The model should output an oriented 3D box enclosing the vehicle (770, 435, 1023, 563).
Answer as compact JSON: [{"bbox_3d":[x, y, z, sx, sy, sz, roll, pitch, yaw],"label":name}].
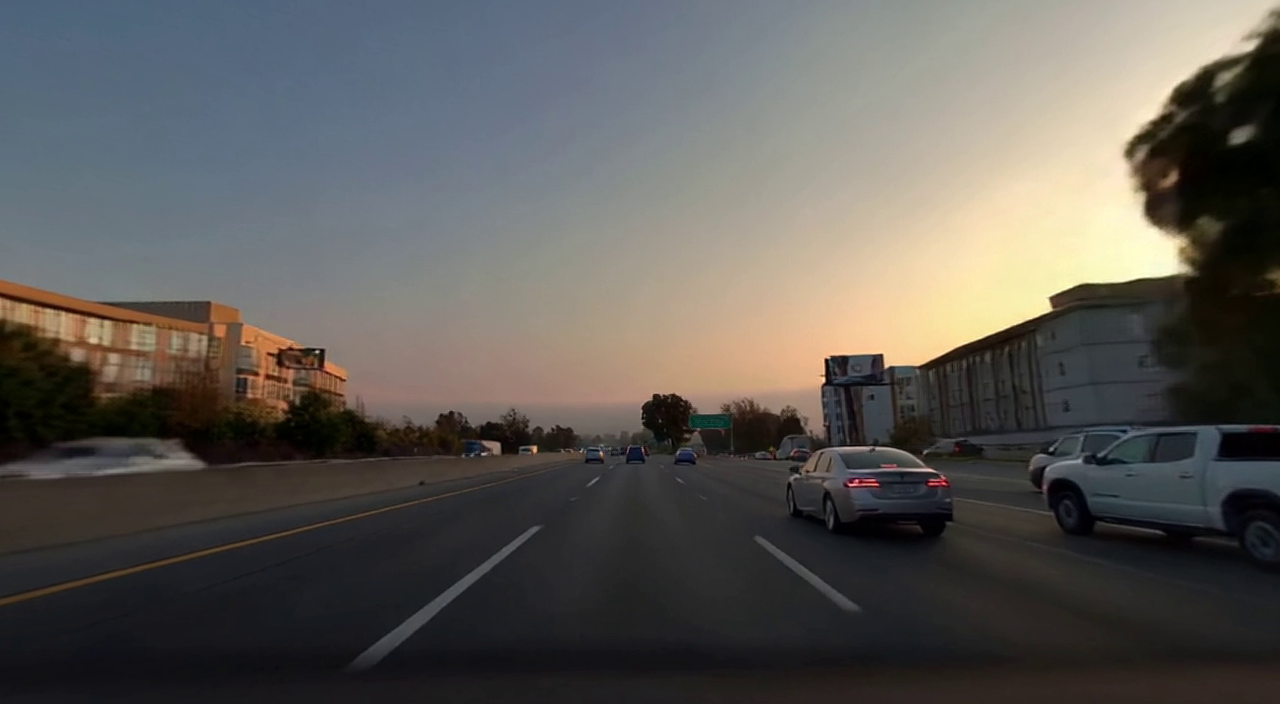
[{"bbox_3d":[3.542,2.114,9.876,1.987,1.509,4.512,0,-9,-1],"label":"vehicle"}]

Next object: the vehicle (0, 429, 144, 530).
[{"bbox_3d":[-11.445,2.113,10.508,2.031,1.625,5.415,0,-9,-1],"label":"vehicle"}]

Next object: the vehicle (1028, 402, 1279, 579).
[{"bbox_3d":[7.614,1.666,8.047,2.176,1.793,4.841,0,-9,-1],"label":"vehicle"}]
